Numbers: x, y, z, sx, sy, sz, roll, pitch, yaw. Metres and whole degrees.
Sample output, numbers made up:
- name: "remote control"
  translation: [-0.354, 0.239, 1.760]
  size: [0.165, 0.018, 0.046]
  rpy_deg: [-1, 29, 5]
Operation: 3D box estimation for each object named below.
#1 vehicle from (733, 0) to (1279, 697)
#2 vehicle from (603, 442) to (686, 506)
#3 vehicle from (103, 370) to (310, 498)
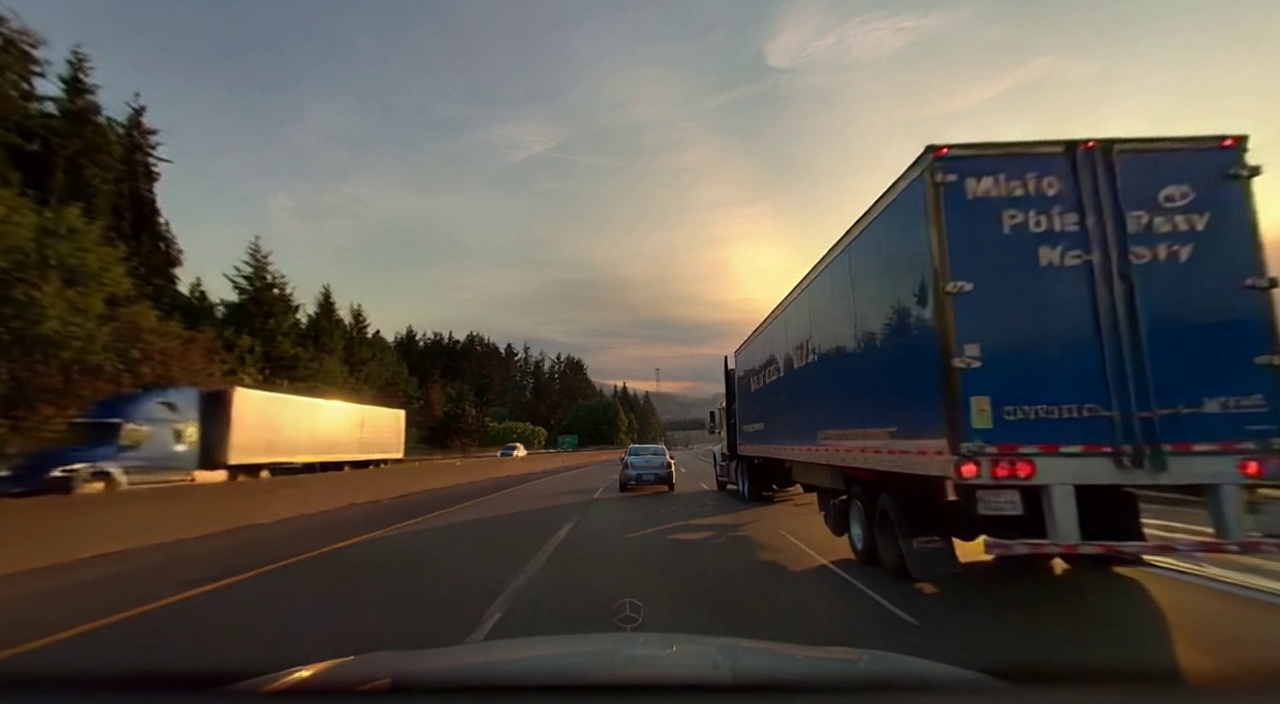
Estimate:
- name: "vehicle"
  translation: [3.991, 0.839, 10.314]
  size: [2.960, 4.018, 13.834]
  rpy_deg: [0, -9, 0]
- name: "vehicle"
  translation: [0.117, 3.375, 17.867]
  size: [2.039, 1.532, 4.610]
  rpy_deg: [0, -9, 0]
- name: "vehicle"
  translation: [-15.212, 3.029, 22.868]
  size: [3.014, 4.010, 5.862]
  rpy_deg: [0, -9, 1]
